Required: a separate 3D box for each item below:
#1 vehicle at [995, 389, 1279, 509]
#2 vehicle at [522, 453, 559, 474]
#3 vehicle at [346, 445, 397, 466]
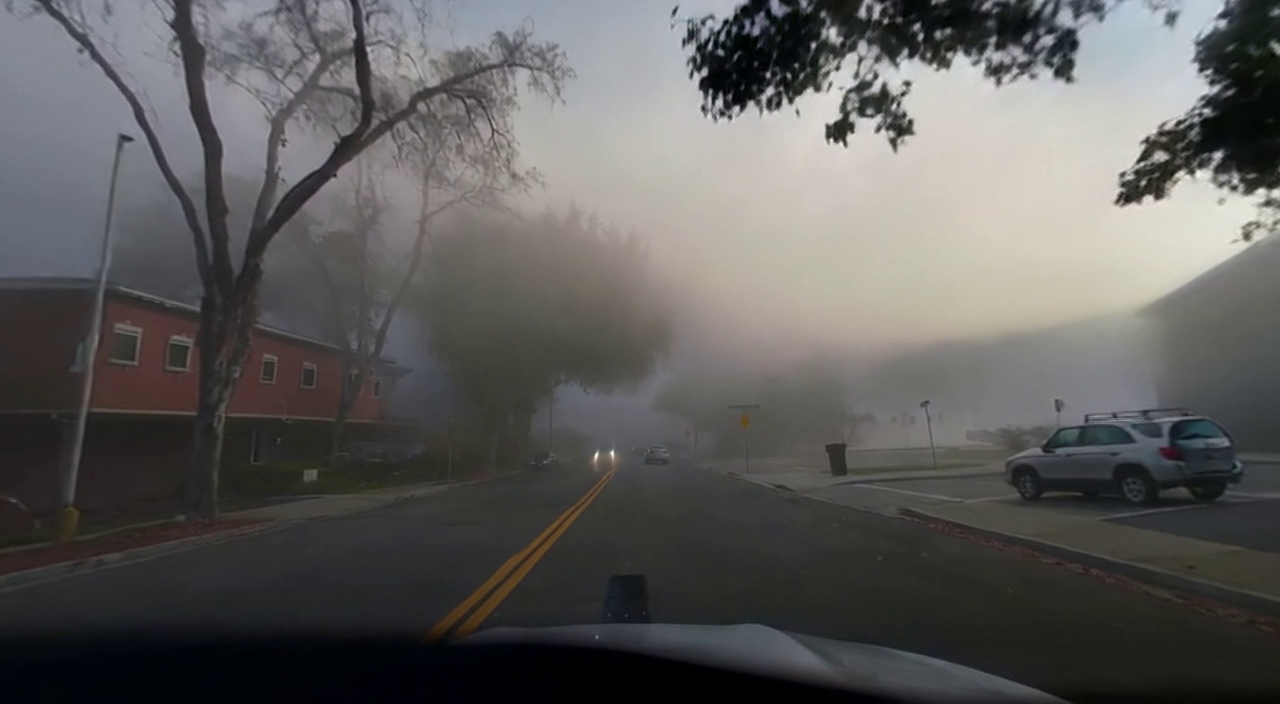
[{"bbox_3d":[9.258,1.939,12.142,2.018,1.840,4.662,0,-11,0],"label":"vehicle"},{"bbox_3d":[-7.111,8.004,45.423,1.930,1.463,4.195,0,-9,0],"label":"vehicle"},{"bbox_3d":[-21.219,8.223,49.993,1.906,1.596,4.599,0,-9,1],"label":"vehicle"}]
